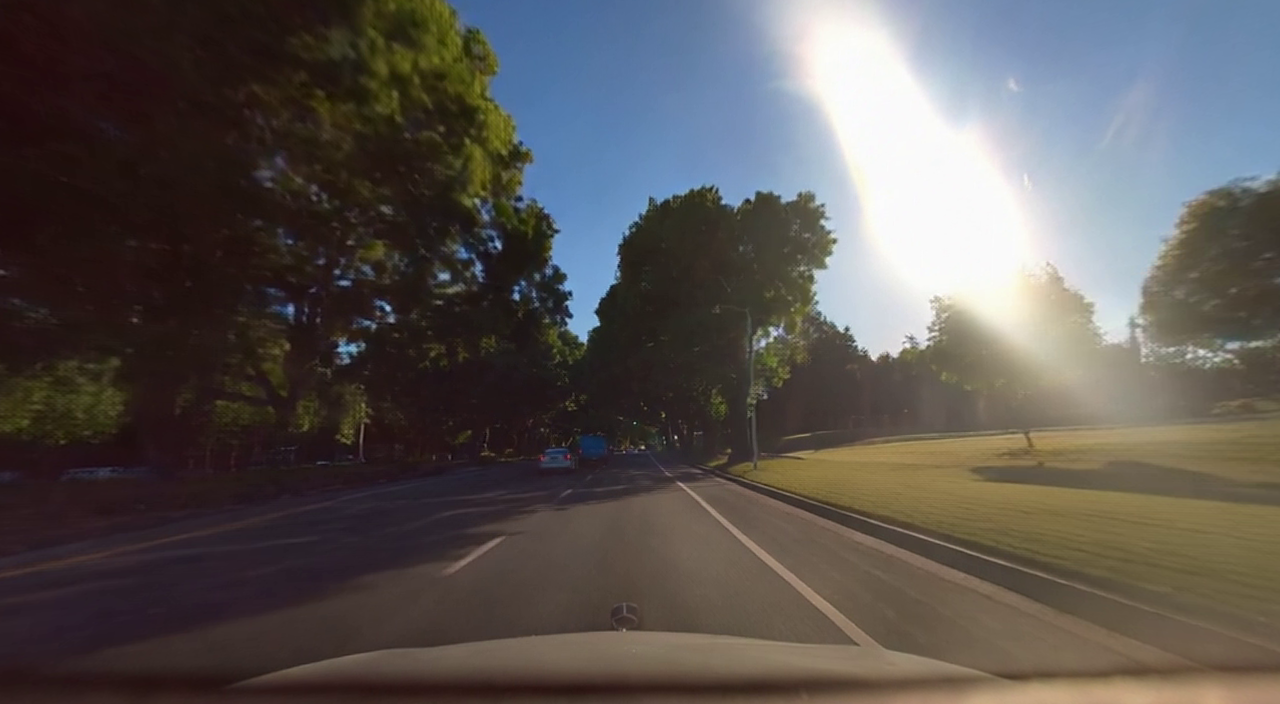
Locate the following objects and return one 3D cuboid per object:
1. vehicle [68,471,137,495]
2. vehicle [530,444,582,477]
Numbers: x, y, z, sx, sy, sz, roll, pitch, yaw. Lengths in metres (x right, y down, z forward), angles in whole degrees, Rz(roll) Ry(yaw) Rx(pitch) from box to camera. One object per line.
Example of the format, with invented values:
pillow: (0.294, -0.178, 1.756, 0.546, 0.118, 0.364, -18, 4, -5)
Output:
vehicle: (-37.115, 9.027, 43.698, 1.686, 1.432, 3.673, 1, -9, -5)
vehicle: (-3.970, 5.210, 30.475, 2.009, 1.473, 4.028, 0, -9, -1)
